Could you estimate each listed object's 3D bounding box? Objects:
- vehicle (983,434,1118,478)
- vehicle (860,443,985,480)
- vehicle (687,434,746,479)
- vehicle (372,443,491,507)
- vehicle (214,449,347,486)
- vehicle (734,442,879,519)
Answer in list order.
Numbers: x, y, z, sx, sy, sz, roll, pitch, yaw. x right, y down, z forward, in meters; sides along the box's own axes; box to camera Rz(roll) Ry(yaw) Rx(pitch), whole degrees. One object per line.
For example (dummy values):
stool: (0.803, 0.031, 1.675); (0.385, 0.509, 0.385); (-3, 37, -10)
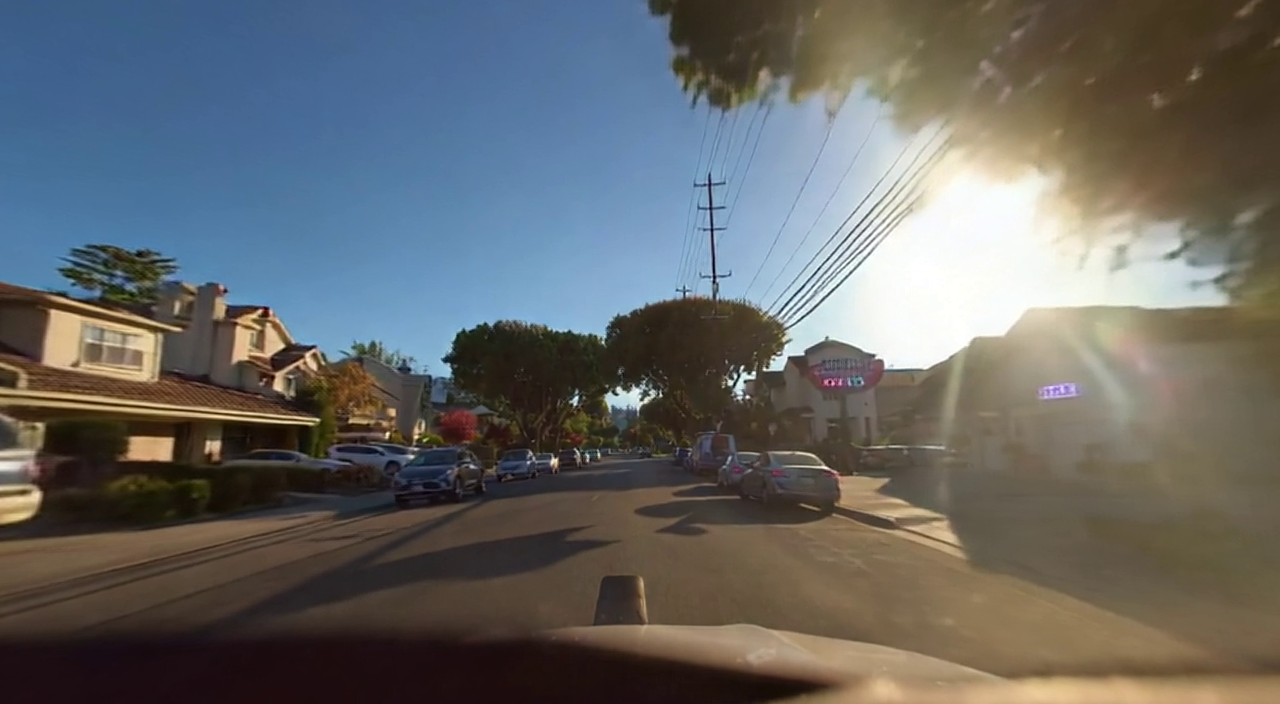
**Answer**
vehicle: (18.422, 4.685, 28.415); (4.555, 1.796, 2.001); (-2, -9, 1)
vehicle: (12.534, 4.913, 28.174); (4.606, 1.484, 2.042); (1, -11, 1)
vehicle: (3.917, 5.512, 33.218); (2.396, 2.164, 5.381); (0, -9, 0)
vehicle: (-6.129, 3.654, 19.127); (1.989, 1.693, 4.292); (-1, -9, 2)
vehicle: (-15.310, 4.946, 26.996); (4.388, 1.466, 2.008); (1, -9, -1)
vehicle: (3.745, 3.021, 15.272); (2.112, 1.528, 4.944); (0, -9, -1)
